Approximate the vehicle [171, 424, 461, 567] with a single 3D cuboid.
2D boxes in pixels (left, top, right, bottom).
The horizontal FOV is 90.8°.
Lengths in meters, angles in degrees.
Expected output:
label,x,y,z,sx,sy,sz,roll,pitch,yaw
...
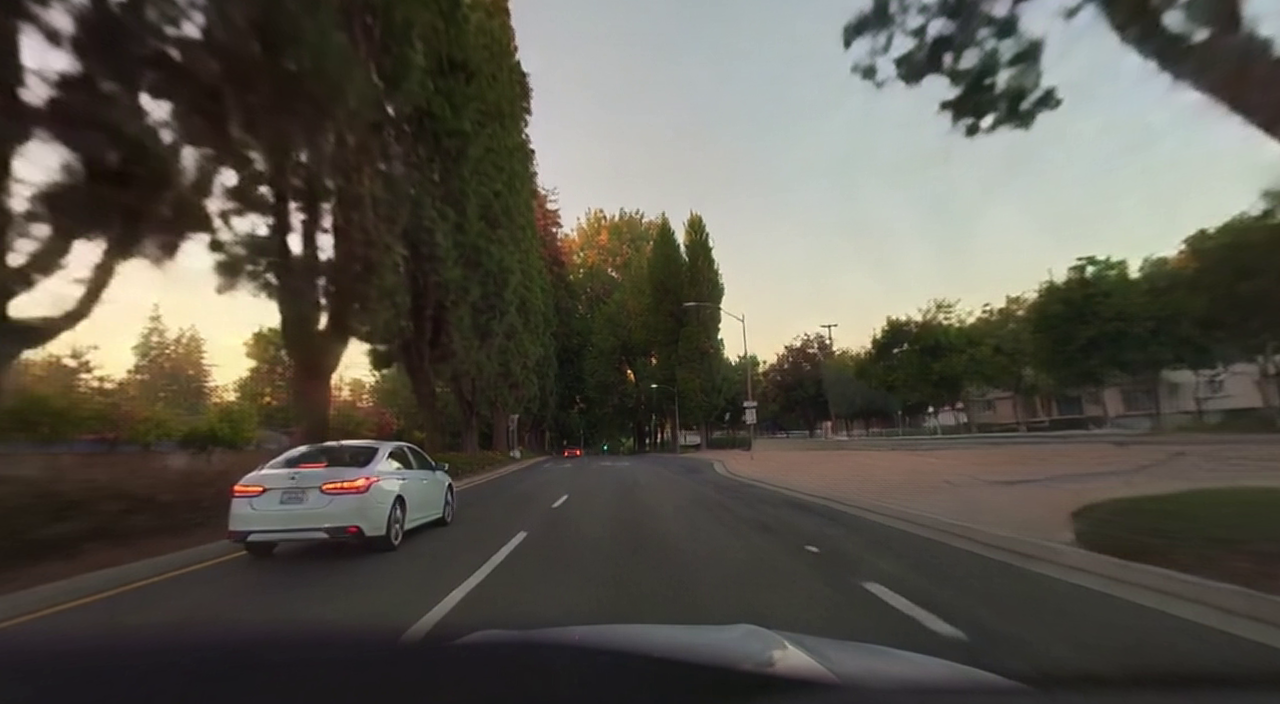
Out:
label,x,y,z,sx,sy,sz,roll,pitch,yaw
vehicle,-4.112,1.869,9.013,1.915,1.521,4.283,0,-9,-1
